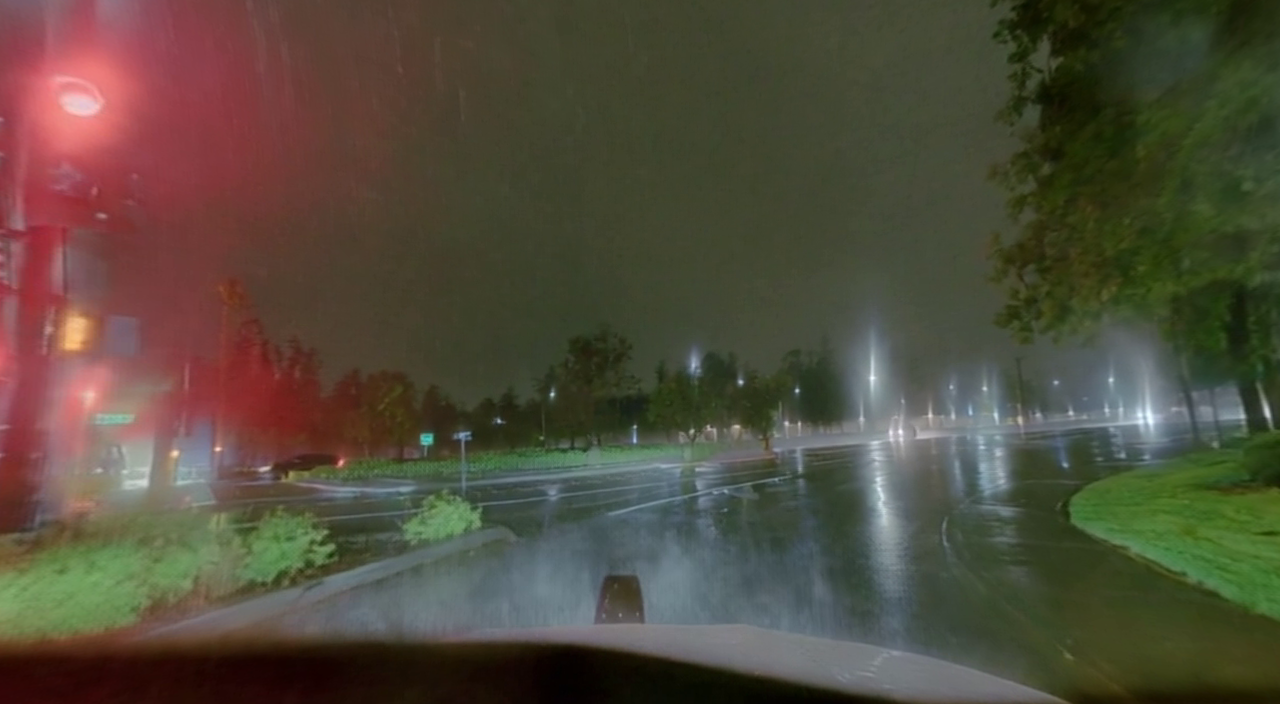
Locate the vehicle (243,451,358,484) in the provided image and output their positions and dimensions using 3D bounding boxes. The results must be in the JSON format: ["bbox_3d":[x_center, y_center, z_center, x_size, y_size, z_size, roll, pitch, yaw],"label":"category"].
[{"bbox_3d":[-16.609,5.630,30.946,1.811,1.444,4.527,-8,-11,42],"label":"vehicle"}]
